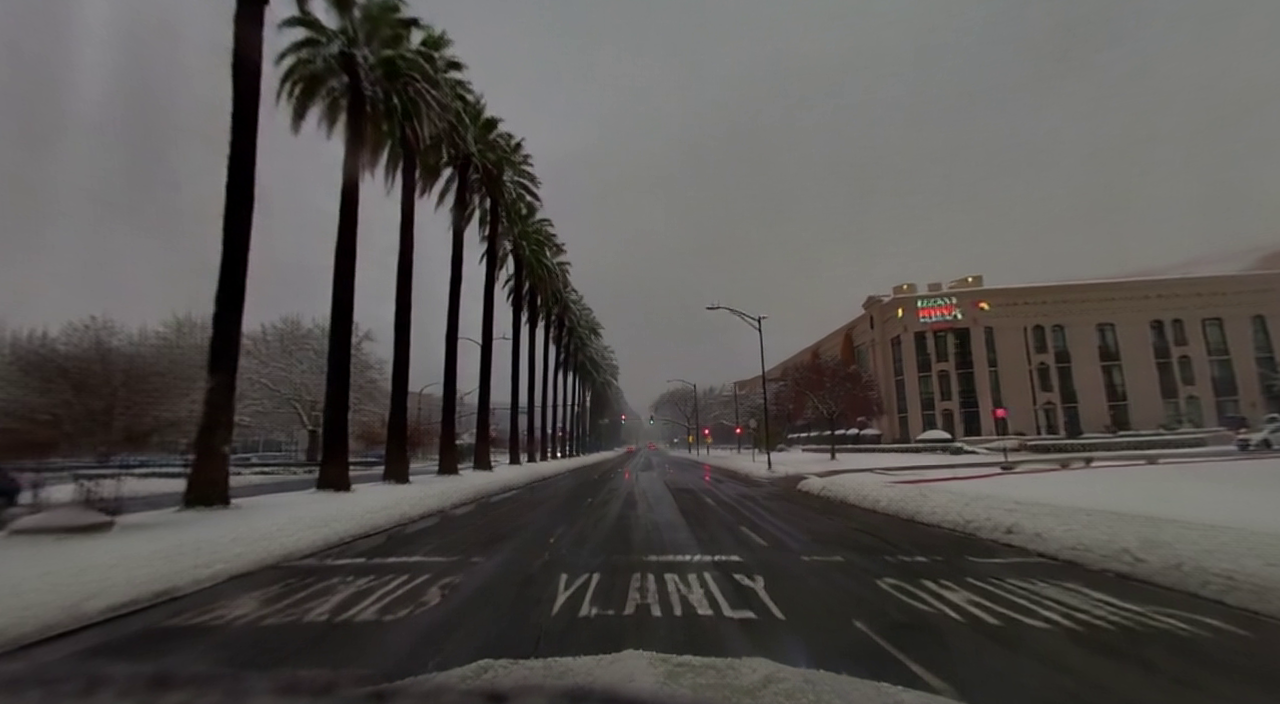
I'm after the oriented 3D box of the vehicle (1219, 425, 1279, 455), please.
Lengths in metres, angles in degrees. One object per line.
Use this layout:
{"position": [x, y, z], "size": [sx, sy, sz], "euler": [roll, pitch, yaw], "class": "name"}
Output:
{"position": [34.396, 4.731, 33.899], "size": [1.820, 1.571, 4.697], "euler": [0, -9, -3], "class": "vehicle"}
